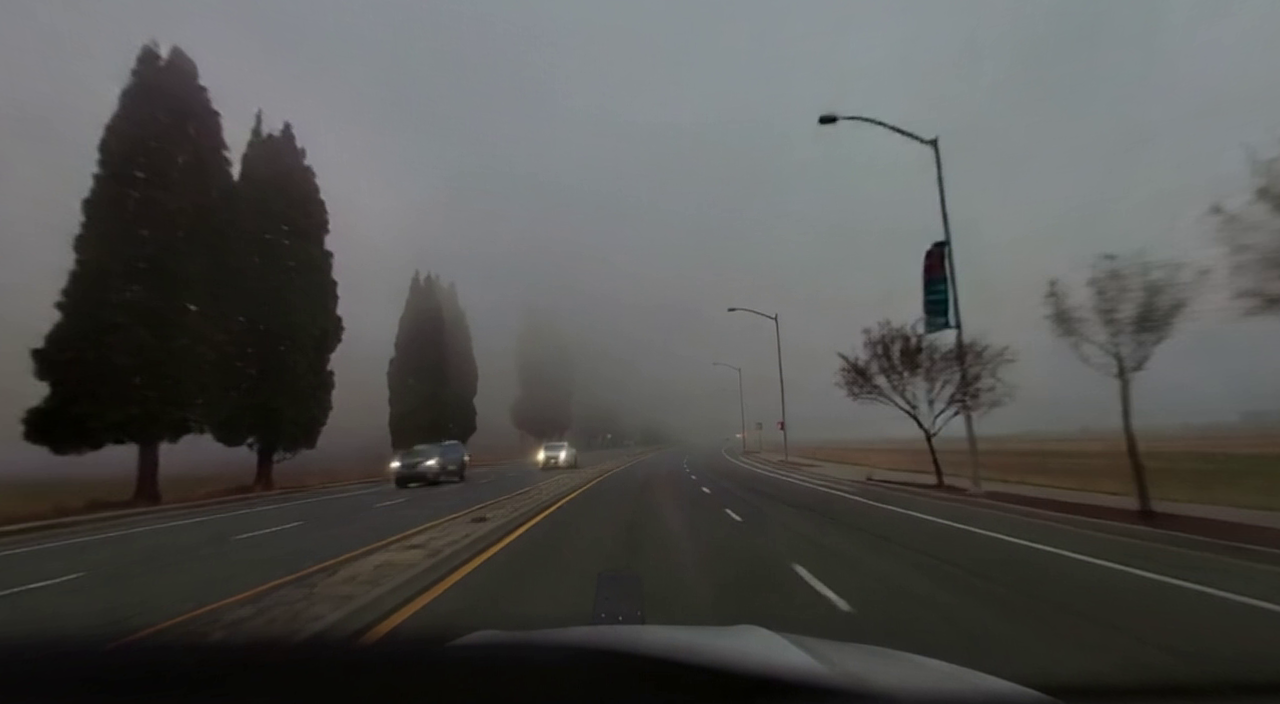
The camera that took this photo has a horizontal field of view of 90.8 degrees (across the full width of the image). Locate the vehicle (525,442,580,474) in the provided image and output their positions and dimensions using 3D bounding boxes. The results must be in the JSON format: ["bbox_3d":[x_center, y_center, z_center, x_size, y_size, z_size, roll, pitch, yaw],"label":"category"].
[{"bbox_3d":[-4.263,5.251,31.522,1.989,1.461,4.081,-1,-8,3],"label":"vehicle"}]

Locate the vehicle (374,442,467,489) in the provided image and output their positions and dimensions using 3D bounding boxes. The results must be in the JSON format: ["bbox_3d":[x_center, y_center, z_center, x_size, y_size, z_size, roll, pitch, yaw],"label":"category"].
[{"bbox_3d":[-8.428,4.370,24.722,1.982,1.671,4.431,0,-8,1],"label":"vehicle"}]
